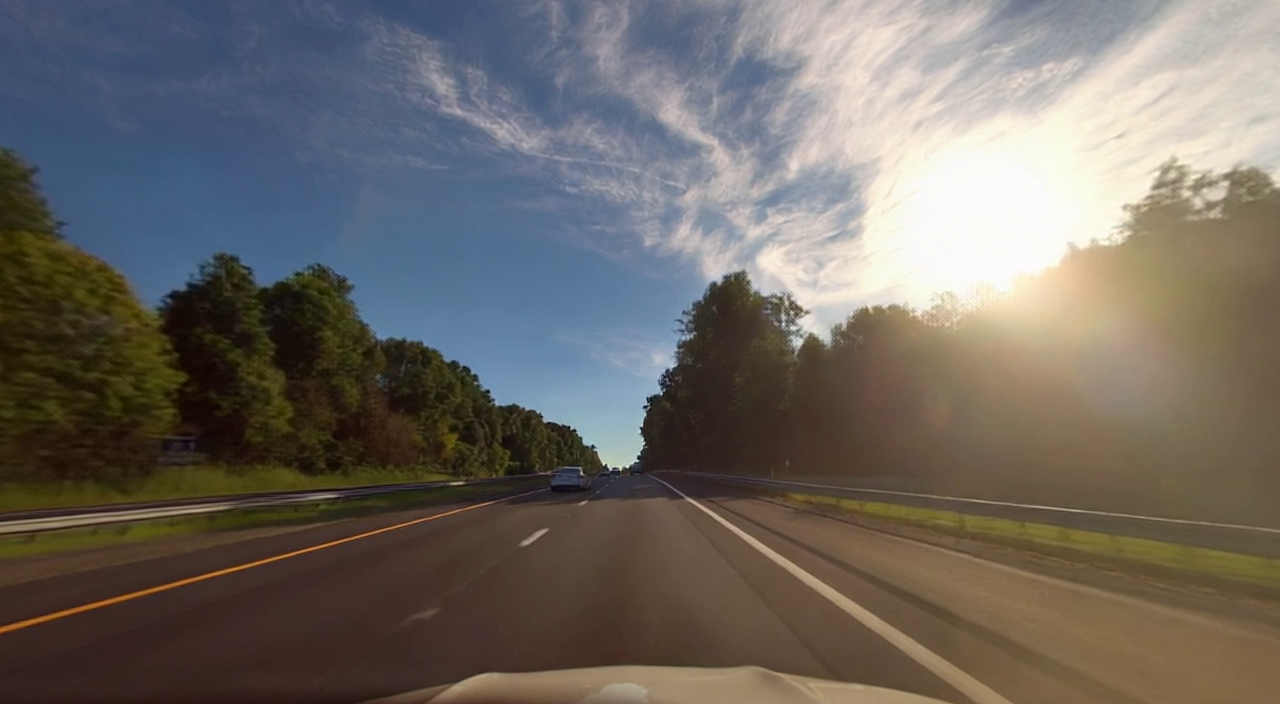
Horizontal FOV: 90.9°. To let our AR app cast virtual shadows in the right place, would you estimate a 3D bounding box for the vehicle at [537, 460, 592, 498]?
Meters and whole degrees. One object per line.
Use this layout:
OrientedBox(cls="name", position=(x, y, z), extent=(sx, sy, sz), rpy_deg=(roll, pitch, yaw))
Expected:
OrientedBox(cls="vehicle", position=(-3.292, 5.642, 28.163), extent=(1.900, 1.550, 4.146), rpy_deg=(1, -10, 0))
